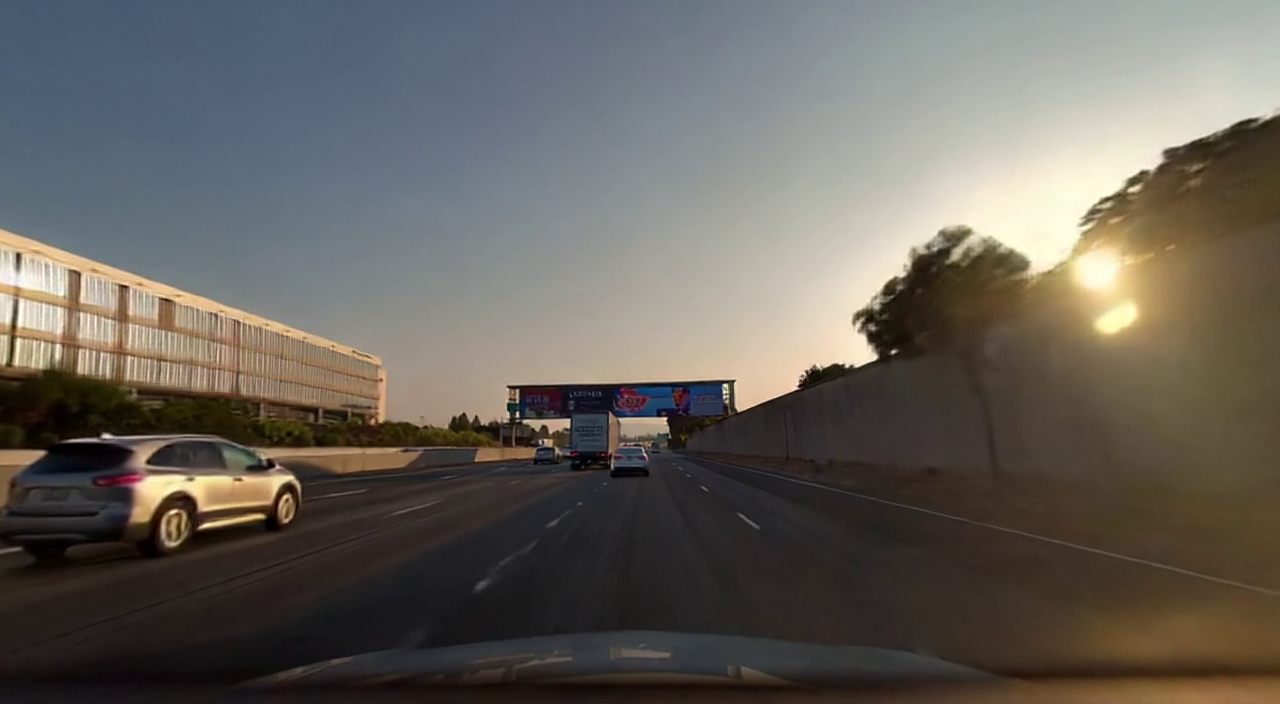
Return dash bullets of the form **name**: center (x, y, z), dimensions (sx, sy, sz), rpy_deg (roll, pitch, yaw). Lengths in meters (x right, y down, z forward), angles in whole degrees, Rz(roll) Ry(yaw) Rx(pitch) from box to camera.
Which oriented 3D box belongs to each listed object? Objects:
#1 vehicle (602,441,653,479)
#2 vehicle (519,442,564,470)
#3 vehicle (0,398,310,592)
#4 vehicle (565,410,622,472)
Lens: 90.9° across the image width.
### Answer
- **vehicle**: center (-0.543, 4.840, 28.425), dimensions (2.168, 1.597, 3.615), rpy_deg (0, -9, -1)
- **vehicle**: center (-6.399, 6.844, 41.585), dimensions (2.124, 1.674, 4.541), rpy_deg (0, -9, 1)
- **vehicle**: center (-6.996, 1.695, 8.339), dimensions (2.401, 1.759, 5.126), rpy_deg (0, -9, 1)
- **vehicle**: center (-2.753, 5.701, 40.023), dimensions (2.794, 3.460, 8.595), rpy_deg (0, -9, 1)
